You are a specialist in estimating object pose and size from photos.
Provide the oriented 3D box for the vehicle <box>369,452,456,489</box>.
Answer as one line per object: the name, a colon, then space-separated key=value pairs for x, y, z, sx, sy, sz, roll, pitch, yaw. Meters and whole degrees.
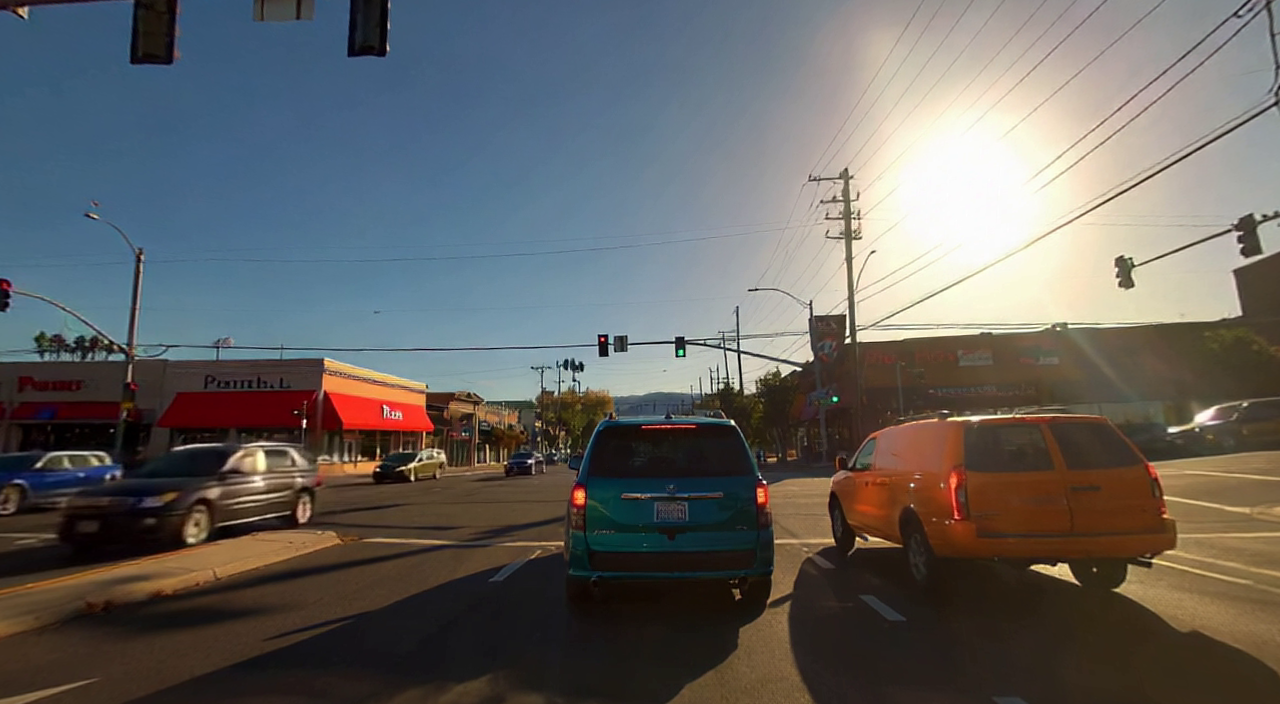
vehicle: x=-10.456 y=5.454 z=29.428 sx=1.958 sy=1.493 sz=4.795 roll=-1 pitch=-8 yaw=5

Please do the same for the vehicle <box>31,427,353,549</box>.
vehicle: x=-7.772 y=2.383 z=11.863 sx=2.176 sy=1.766 sz=5.042 roll=-1 pitch=-8 yaw=3

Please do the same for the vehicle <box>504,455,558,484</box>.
vehicle: x=-6.110 y=6.618 z=35.876 sx=1.924 sy=1.453 sz=4.343 roll=-1 pitch=-8 yaw=5

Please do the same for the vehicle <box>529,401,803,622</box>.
vehicle: x=0.252 y=1.506 z=6.822 sx=2.098 sy=1.682 sz=3.778 roll=0 pitch=-8 yaw=2

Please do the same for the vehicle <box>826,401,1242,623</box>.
vehicle: x=3.606 y=1.519 z=6.953 sx=1.976 sy=1.664 sz=4.189 roll=-1 pitch=-8 yaw=2
